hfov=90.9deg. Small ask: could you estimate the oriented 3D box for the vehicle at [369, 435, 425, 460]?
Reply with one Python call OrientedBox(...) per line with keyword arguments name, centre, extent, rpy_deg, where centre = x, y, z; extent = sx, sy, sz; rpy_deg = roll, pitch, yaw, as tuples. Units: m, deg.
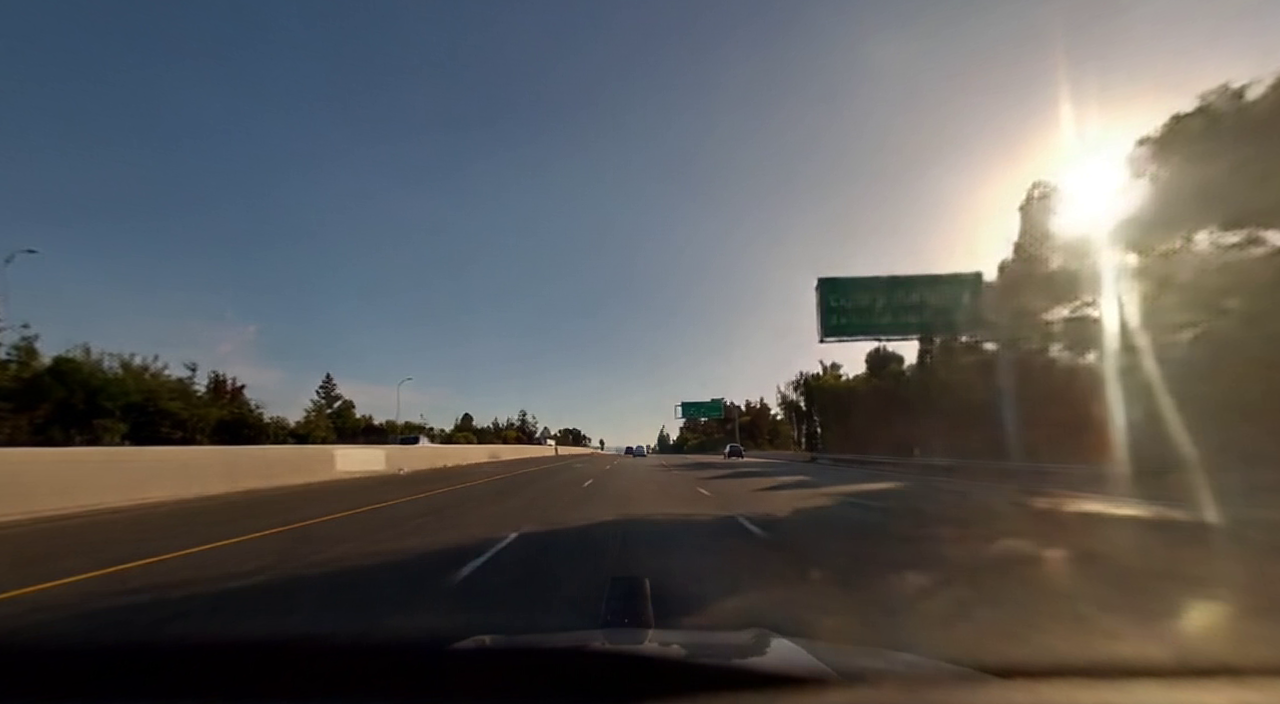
OrientedBox(name="vehicle", centre=(-18.396, 7.265, 48.019), extent=(2.174, 1.723, 5.143), rpy_deg=(0, -8, 0))
